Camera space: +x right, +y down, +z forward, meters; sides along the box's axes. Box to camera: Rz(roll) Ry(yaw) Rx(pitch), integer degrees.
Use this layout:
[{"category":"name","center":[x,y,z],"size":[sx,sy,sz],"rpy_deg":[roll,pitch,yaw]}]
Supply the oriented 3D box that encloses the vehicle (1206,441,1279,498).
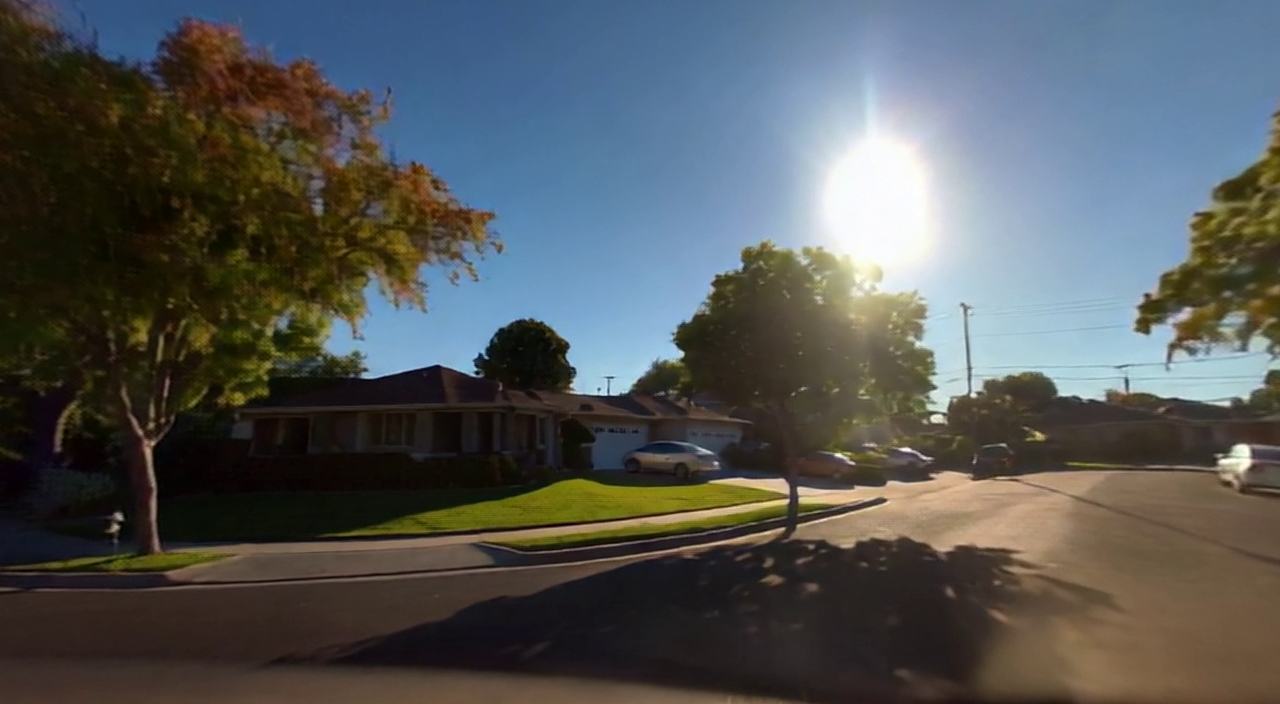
[{"category":"vehicle","center":[19.132,3.558,19.444],"size":[2.005,1.553,3.984],"rpy_deg":[-3,-8,35]}]

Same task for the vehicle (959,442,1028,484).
[{"category":"vehicle","center":[18.177,5.651,32.362],"size":[2.208,1.834,4.675],"rpy_deg":[-12,-14,35]}]

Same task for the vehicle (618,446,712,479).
[{"category":"vehicle","center":[1.196,5.452,31.498],"size":[4.404,1.495,1.844],"rpy_deg":[-7,-11,37]}]
